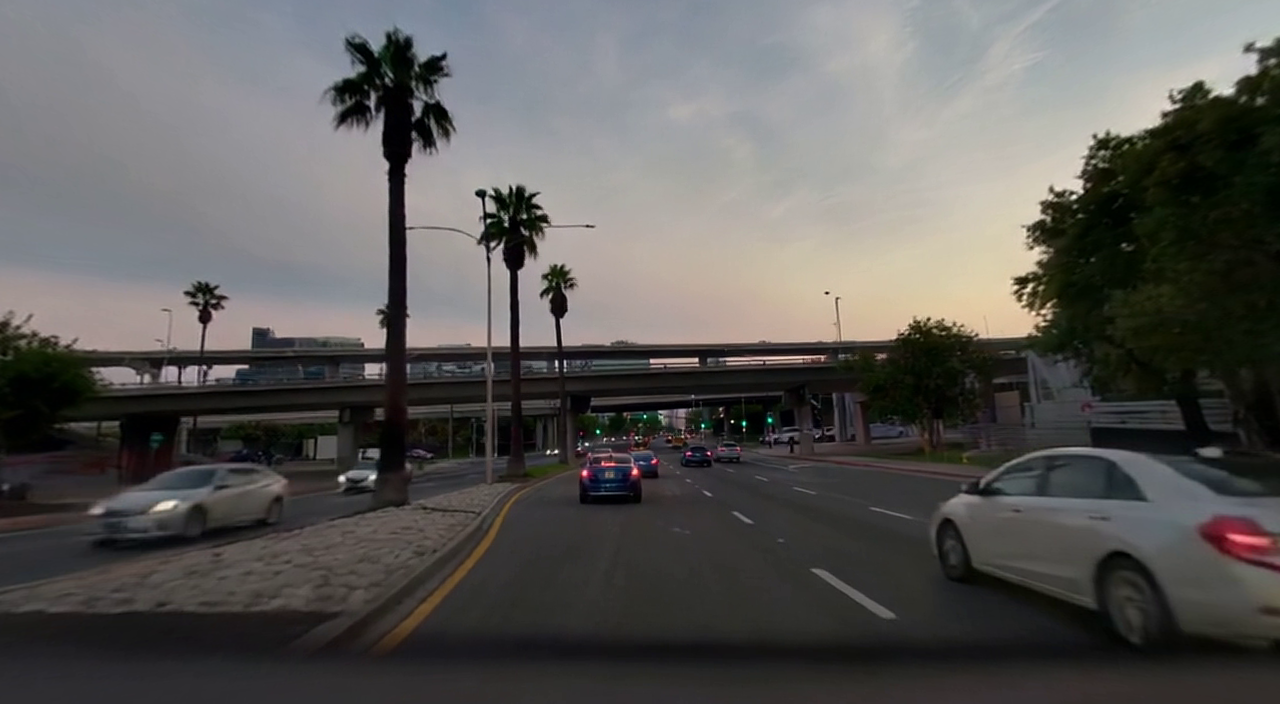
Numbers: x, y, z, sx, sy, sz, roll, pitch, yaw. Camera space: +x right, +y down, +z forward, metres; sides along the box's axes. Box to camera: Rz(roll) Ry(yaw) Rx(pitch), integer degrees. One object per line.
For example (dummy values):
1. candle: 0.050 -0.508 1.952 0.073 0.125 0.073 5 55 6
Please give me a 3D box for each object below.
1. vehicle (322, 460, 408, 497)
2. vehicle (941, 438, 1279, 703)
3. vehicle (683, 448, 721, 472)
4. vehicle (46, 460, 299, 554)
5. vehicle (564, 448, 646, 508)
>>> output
1. vehicle: -12.986 5.980 30.015 1.963 1.518 4.822 0 -9 -1
2. vehicle: 4.152 1.318 4.291 2.156 1.404 4.120 0 -9 1
3. vehicle: 4.089 7.189 42.067 2.119 1.509 4.495 0 -9 0
4. vehicle: -9.469 3.123 13.350 1.937 1.521 4.523 0 -9 -1
5. vehicle: -0.988 3.560 18.264 2.111 1.506 4.018 0 -9 -3
